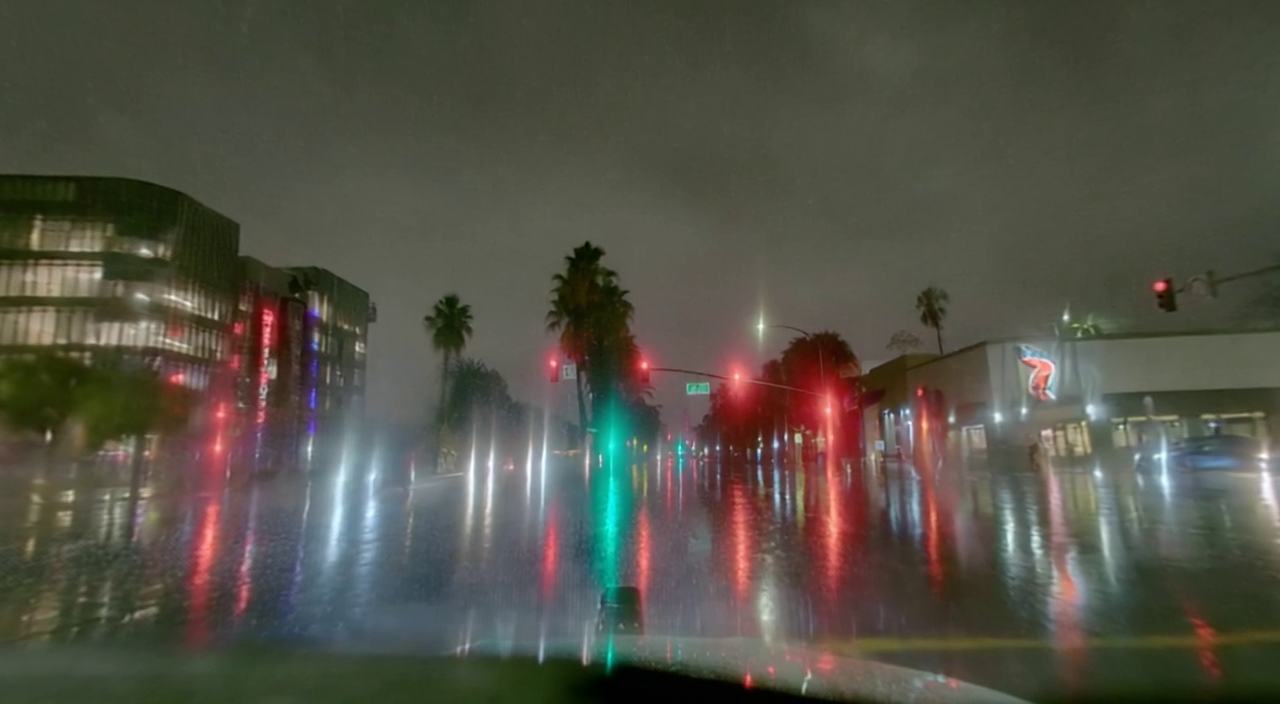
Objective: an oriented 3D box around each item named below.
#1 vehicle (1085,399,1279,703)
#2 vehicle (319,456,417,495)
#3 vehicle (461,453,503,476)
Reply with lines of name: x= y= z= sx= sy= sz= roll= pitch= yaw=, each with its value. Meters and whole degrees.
vehicle: x=3.229 y=0.653 z=0.508 sx=2.106 sy=1.472 sz=4.854 roll=0 pitch=-9 yaw=-2
vehicle: x=-12.103 y=5.497 z=28.528 sx=2.145 sy=1.504 sz=4.857 roll=-1 pitch=-9 yaw=2
vehicle: x=-12.043 y=8.626 z=48.521 sx=2.038 sy=1.624 sz=4.292 roll=-1 pitch=-9 yaw=1
